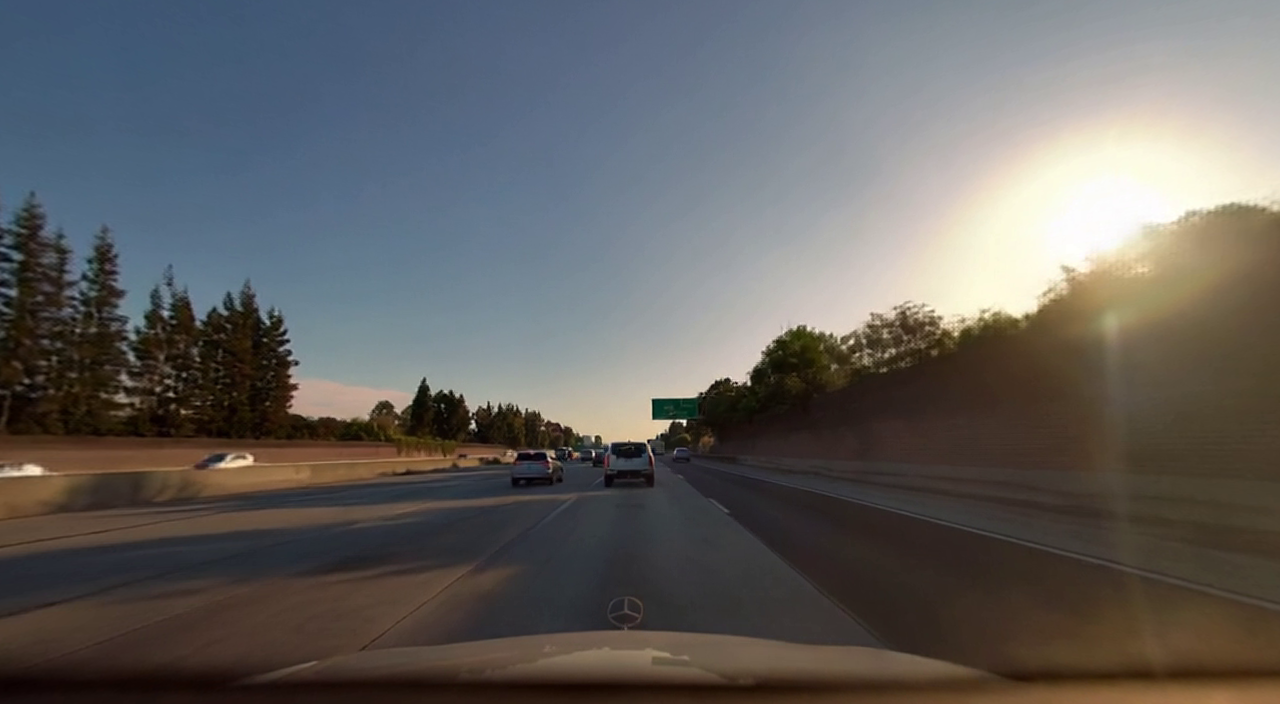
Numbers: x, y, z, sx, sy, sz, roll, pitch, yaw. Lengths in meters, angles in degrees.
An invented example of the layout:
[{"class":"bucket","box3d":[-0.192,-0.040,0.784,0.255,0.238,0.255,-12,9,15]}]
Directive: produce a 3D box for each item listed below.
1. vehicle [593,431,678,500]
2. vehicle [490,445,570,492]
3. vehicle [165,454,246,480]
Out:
[{"class":"vehicle","box3d":[-0.097,3.309,18.781,2.233,1.804,4.273,0,-9,0]},{"class":"vehicle","box3d":[-3.684,3.982,21.953,1.967,1.442,4.143,0,-9,1]},{"class":"vehicle","box3d":[-27.750,7.326,40.482,1.876,1.480,4.607,0,-9,1]}]
